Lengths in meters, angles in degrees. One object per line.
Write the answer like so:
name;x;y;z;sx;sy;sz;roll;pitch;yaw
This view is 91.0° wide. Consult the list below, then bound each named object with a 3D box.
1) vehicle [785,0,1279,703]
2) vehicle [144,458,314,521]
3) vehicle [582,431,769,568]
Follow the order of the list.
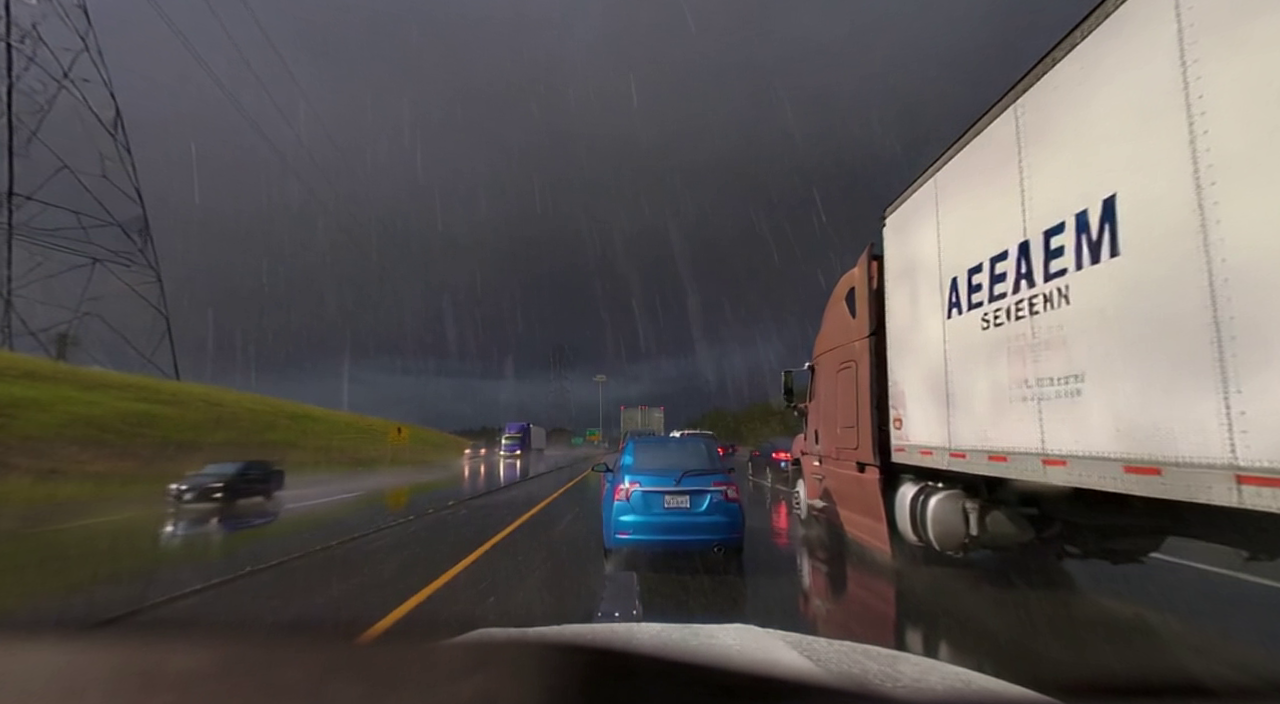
vehicle;4.126;-0.242;2.989;3.138;4.065;14.276;0;-8;-1
vehicle;-11.777;3.925;18.508;1.914;1.478;4.597;-1;-8;0
vehicle;0.331;1.867;8.728;2.045;1.446;3.597;0;-8;-2
